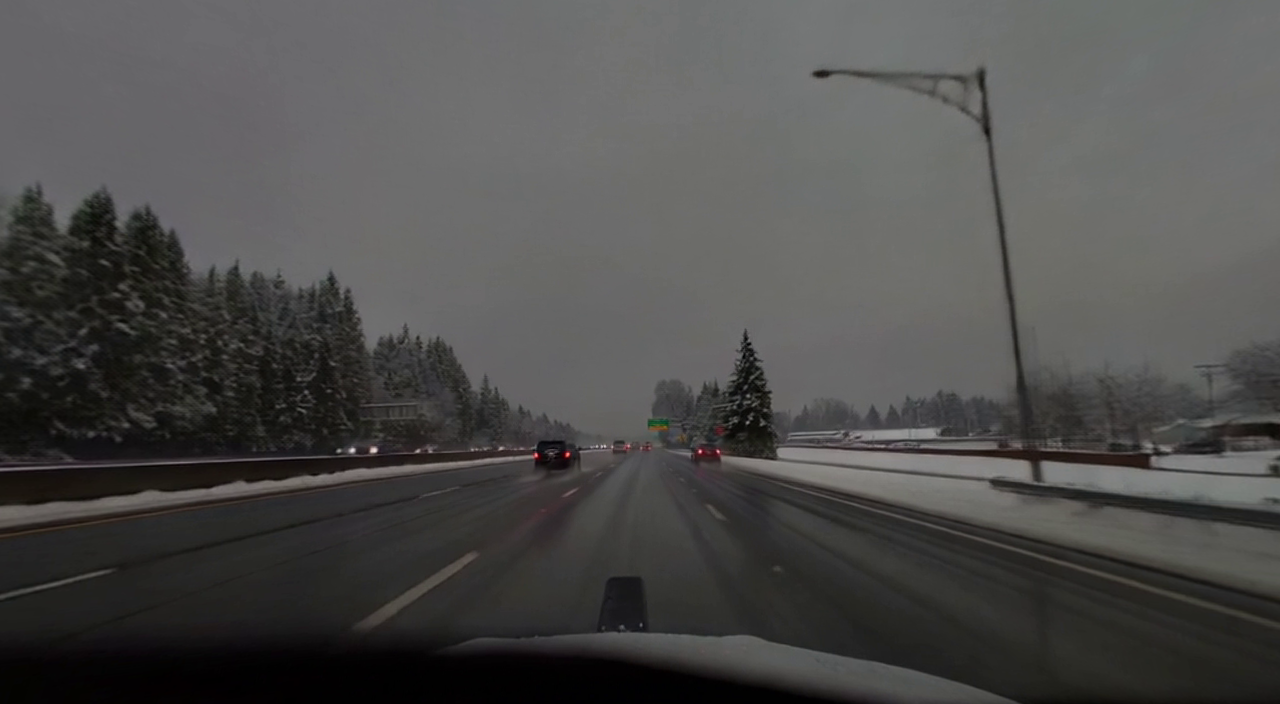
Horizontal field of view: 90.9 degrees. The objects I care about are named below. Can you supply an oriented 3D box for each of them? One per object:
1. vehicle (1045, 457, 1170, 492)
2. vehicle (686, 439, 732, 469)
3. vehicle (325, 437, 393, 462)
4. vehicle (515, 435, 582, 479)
[{"bbox_3d":[21.706,5.648,29.323,4.578,1.468,2.021,2,-9,-12],"label":"vehicle"},{"bbox_3d":[4.065,6.117,38.006,2.229,1.704,4.392,0,-8,0],"label":"vehicle"},{"bbox_3d":[-20.680,7.215,46.693,2.244,1.684,5.795,0,-8,1],"label":"vehicle"},{"bbox_3d":[-3.875,4.532,27.542,2.196,1.733,4.355,0,-8,1],"label":"vehicle"}]
